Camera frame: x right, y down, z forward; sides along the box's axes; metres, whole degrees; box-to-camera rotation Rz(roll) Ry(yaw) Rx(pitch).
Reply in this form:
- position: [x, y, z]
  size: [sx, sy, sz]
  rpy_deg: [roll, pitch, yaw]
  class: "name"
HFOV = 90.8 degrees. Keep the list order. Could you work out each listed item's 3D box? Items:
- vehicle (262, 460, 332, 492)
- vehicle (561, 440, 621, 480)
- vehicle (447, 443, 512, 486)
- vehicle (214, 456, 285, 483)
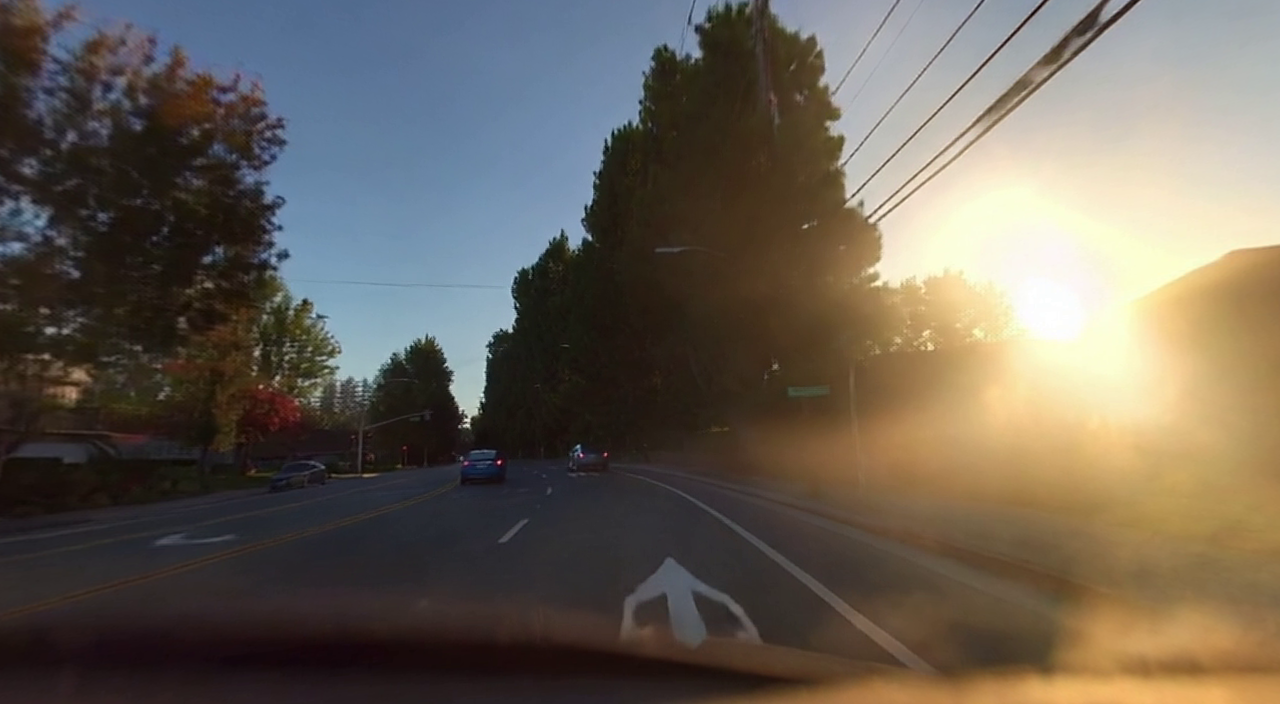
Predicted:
- position: [-17.988, 6.484, 33.332]
  size: [1.944, 1.458, 4.549]
  rpy_deg: [1, -9, -12]
  class: "vehicle"
- position: [-2.197, 4.592, 27.098]
  size: [2.168, 1.504, 4.284]
  rpy_deg: [1, -9, -10]
  class: "vehicle"
- position: [-5.992, 4.244, 24.068]
  size: [1.913, 1.425, 4.235]
  rpy_deg: [0, -9, -8]
  class: "vehicle"
- position: [-27.585, 8.281, 44.738]
  size: [3.916, 1.509, 1.804]
  rpy_deg: [-2, -8, -18]
  class: "vehicle"
